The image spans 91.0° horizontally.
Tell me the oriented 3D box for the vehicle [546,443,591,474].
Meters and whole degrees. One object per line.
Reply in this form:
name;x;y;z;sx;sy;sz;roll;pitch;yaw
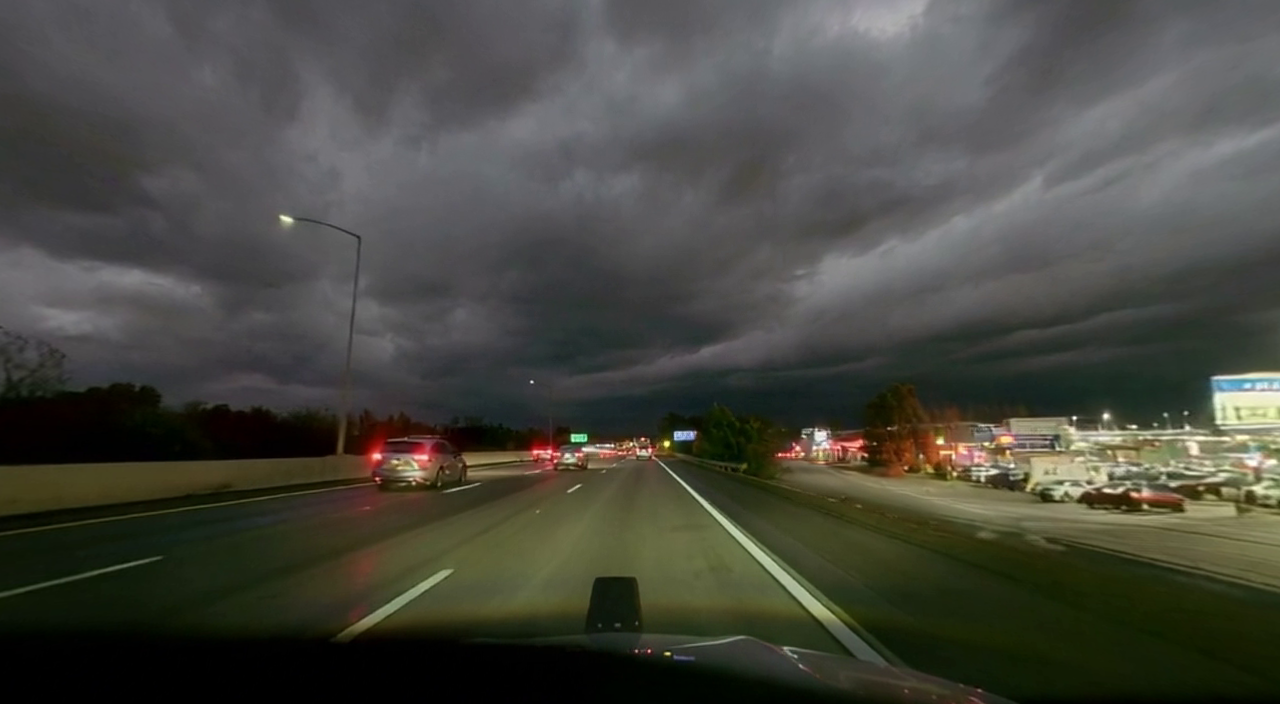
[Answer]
vehicle;-4.018;6.062;36.125;2.070;1.665;4.213;0;-9;1

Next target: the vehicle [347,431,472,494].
vehicle;-7.559;3.684;21.383;2.159;1.807;5.422;0;-9;0

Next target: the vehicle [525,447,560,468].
vehicle;-7.526;8.128;48.785;1.991;1.538;4.360;0;-9;0
